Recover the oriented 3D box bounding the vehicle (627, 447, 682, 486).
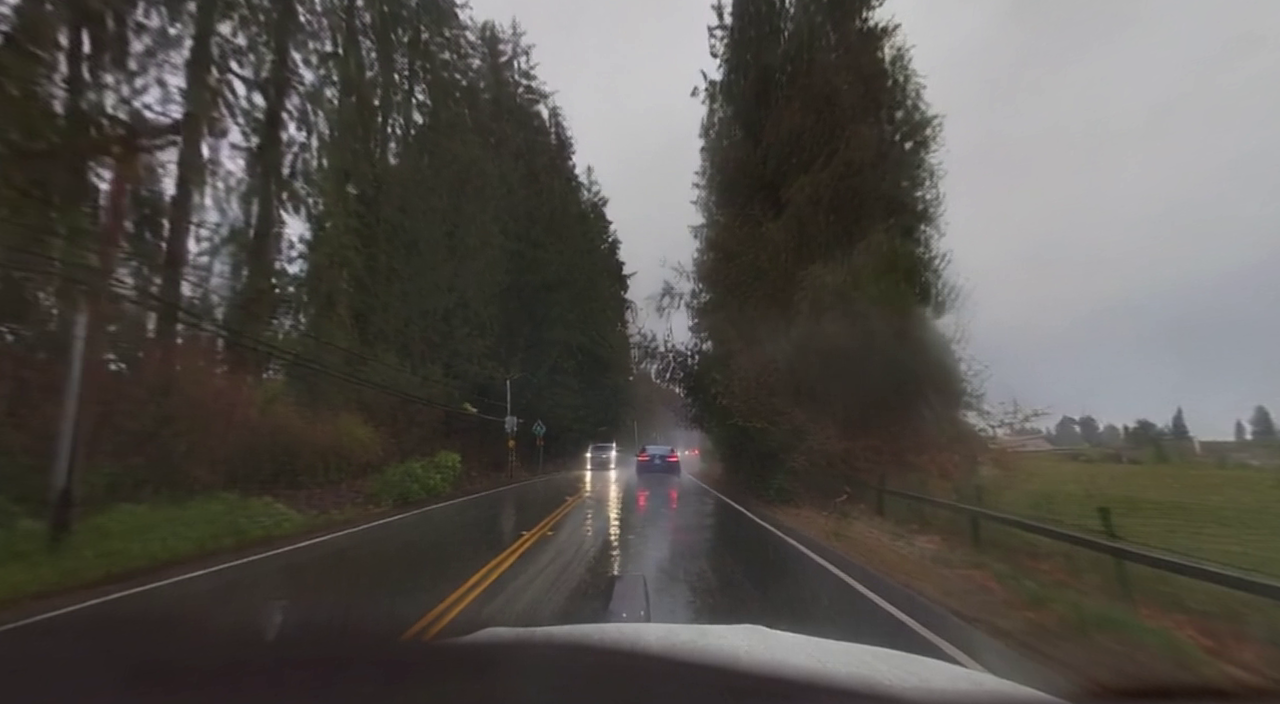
[{"bbox_3d":[0.659,5.085,28.423,2.274,1.583,4.349,0,-8,1],"label":"vehicle"}]

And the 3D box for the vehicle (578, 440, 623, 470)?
[{"bbox_3d":[-2.675,7.112,43.715,2.477,1.958,4.753,-1,-8,4],"label":"vehicle"}]
